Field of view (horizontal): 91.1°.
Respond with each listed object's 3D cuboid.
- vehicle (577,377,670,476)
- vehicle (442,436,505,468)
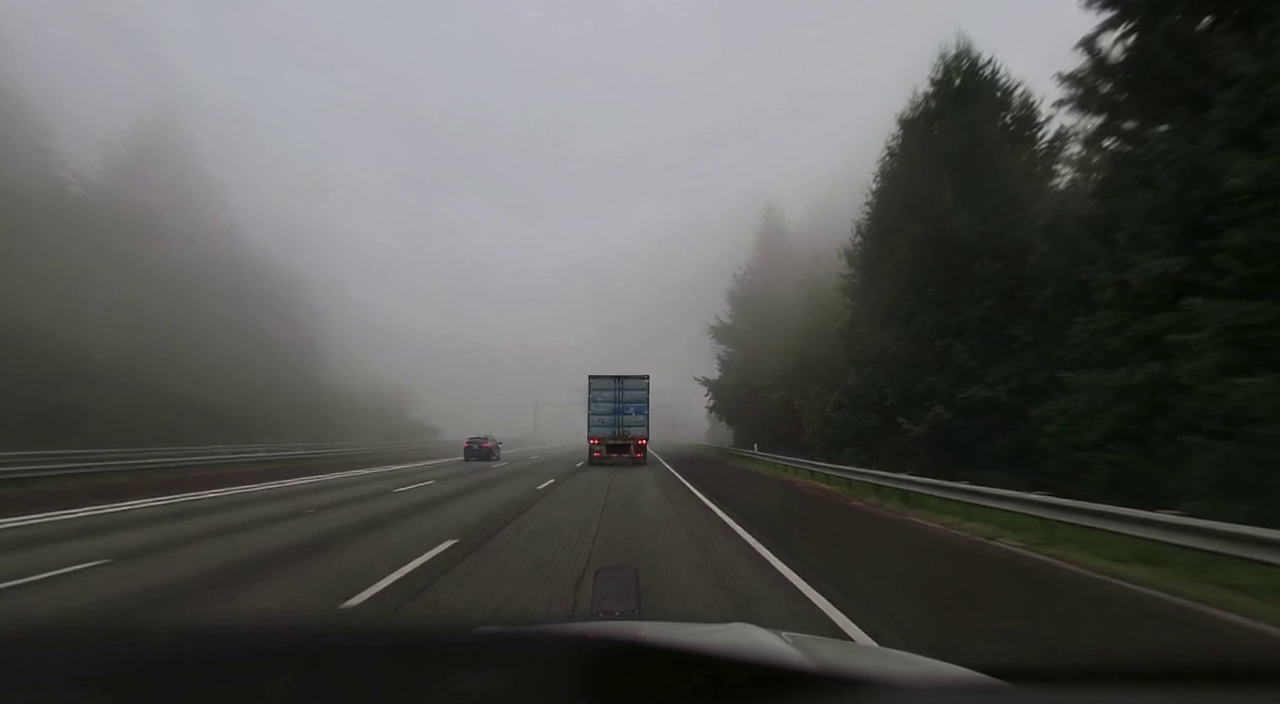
[{"bbox_3d":[-0.736,3.450,28.089,3.033,3.223,14.836,0,-8,-2],"label":"vehicle"},{"bbox_3d":[-8.038,4.815,30.705,1.949,1.437,4.296,0,-8,-1],"label":"vehicle"}]
